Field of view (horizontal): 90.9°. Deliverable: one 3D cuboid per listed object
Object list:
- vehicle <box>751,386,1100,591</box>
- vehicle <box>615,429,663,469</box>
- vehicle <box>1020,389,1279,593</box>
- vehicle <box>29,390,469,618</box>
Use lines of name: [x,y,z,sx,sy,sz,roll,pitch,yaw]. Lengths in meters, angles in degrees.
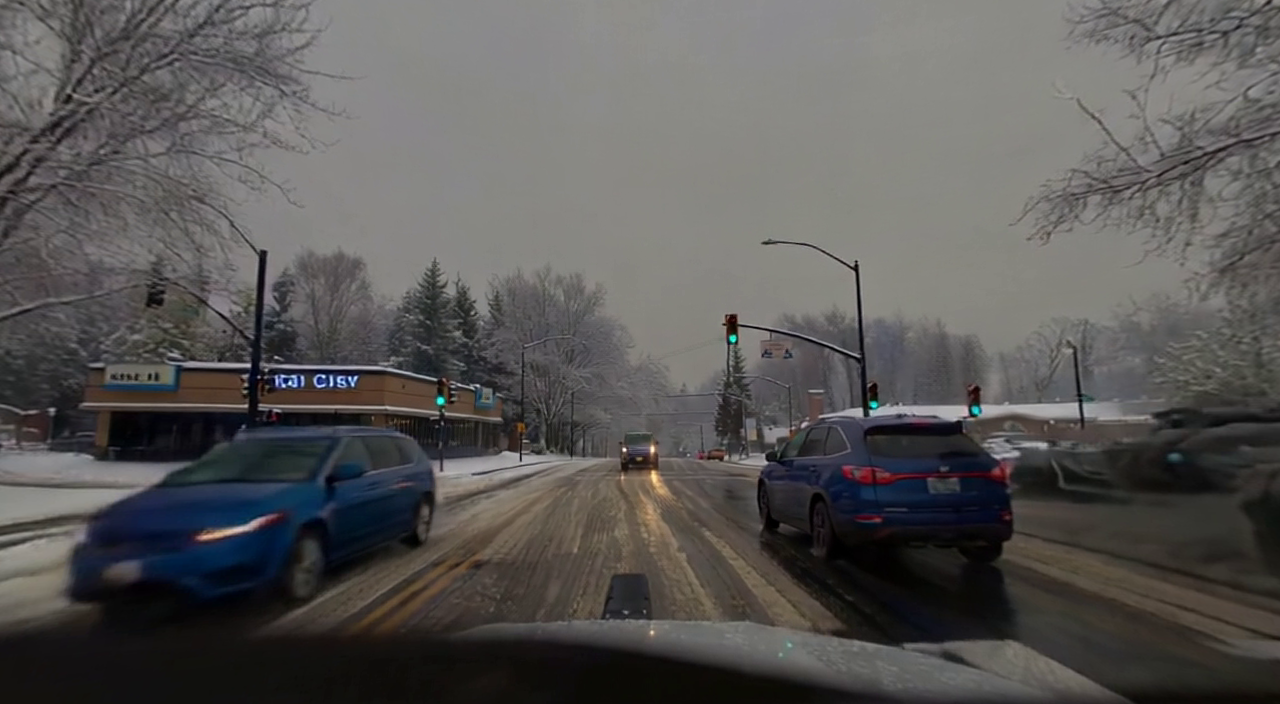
vehicle: [2.851,1.493,7.800,2.048,1.725,4.754,0,-8,0]
vehicle: [-0.112,5.218,34.007,2.390,1.948,5.344,0,-8,-1]
vehicle: [6.233,1.362,6.729,1.792,1.682,4.089,0,-8,1]
vehicle: [-3.446,1.404,6.730,1.961,1.658,4.064,-1,-8,2]
